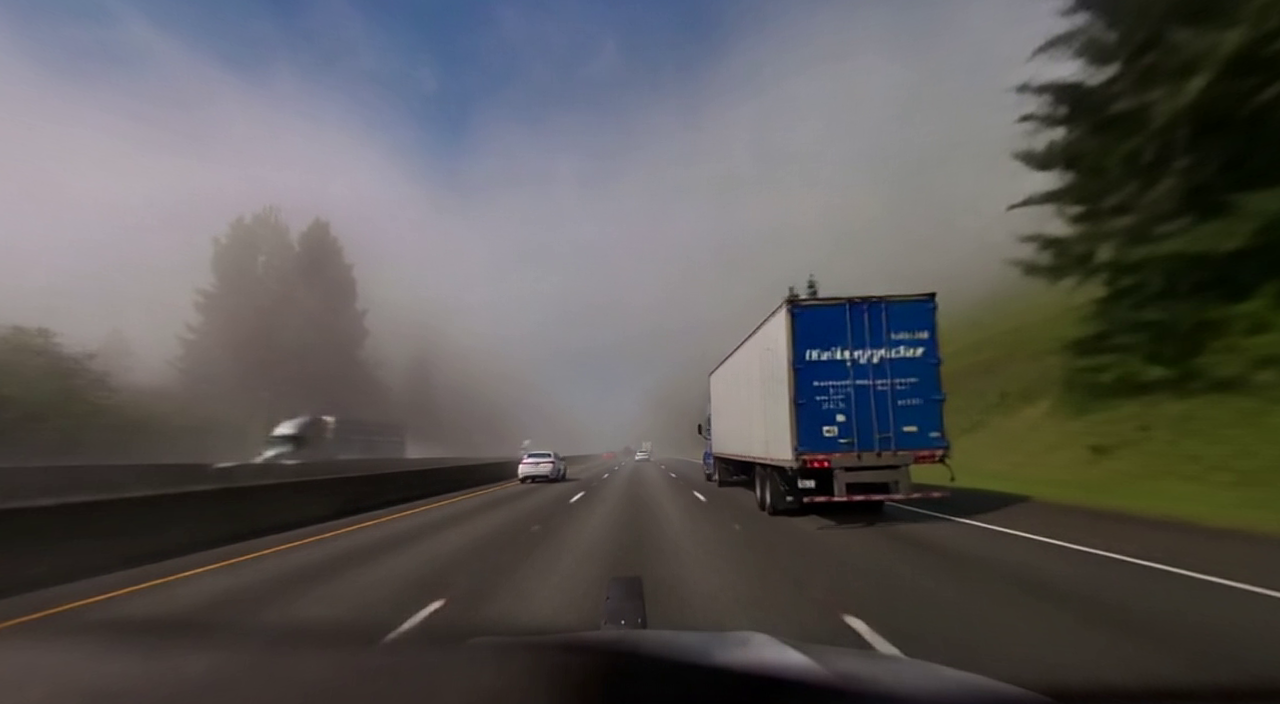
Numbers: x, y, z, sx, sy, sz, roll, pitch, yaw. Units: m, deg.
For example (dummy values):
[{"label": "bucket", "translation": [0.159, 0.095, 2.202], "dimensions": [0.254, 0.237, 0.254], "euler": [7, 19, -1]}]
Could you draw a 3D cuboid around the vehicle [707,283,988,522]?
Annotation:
[{"label": "vehicle", "translation": [4.161, 1.870, 17.508], "dimensions": [3.025, 4.005, 14.010], "euler": [0, -9, 0]}]

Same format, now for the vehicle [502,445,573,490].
[{"label": "vehicle", "translation": [-3.695, 4.244, 23.464], "dimensions": [1.918, 1.510, 4.006], "euler": [0, -9, 1]}]

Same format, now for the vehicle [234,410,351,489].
[{"label": "vehicle", "translation": [-18.962, 5.368, 34.880], "dimensions": [2.948, 3.981, 5.834], "euler": [0, -9, 0]}]
